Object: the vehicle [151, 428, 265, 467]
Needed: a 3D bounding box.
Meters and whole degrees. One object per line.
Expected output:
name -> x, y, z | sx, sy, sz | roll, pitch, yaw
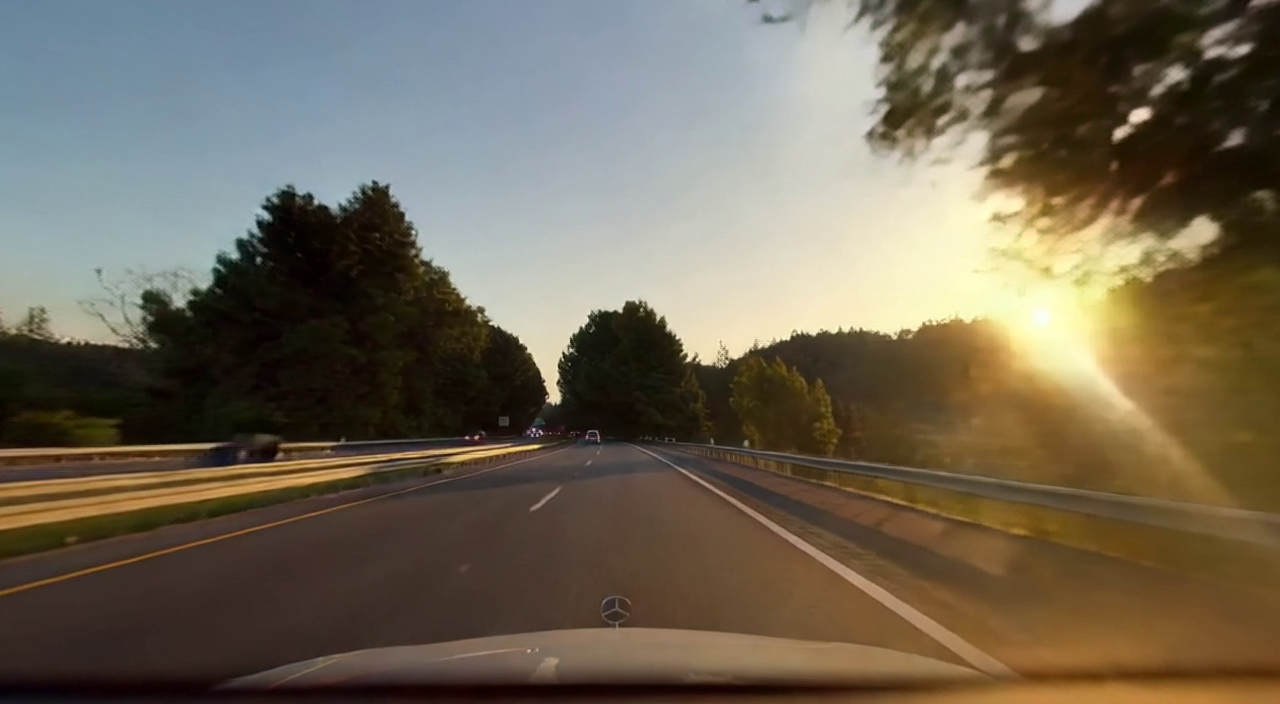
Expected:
vehicle -> -17.566, 3.883, 25.859 | 1.803, 1.450, 4.066 | 0, -8, -1
